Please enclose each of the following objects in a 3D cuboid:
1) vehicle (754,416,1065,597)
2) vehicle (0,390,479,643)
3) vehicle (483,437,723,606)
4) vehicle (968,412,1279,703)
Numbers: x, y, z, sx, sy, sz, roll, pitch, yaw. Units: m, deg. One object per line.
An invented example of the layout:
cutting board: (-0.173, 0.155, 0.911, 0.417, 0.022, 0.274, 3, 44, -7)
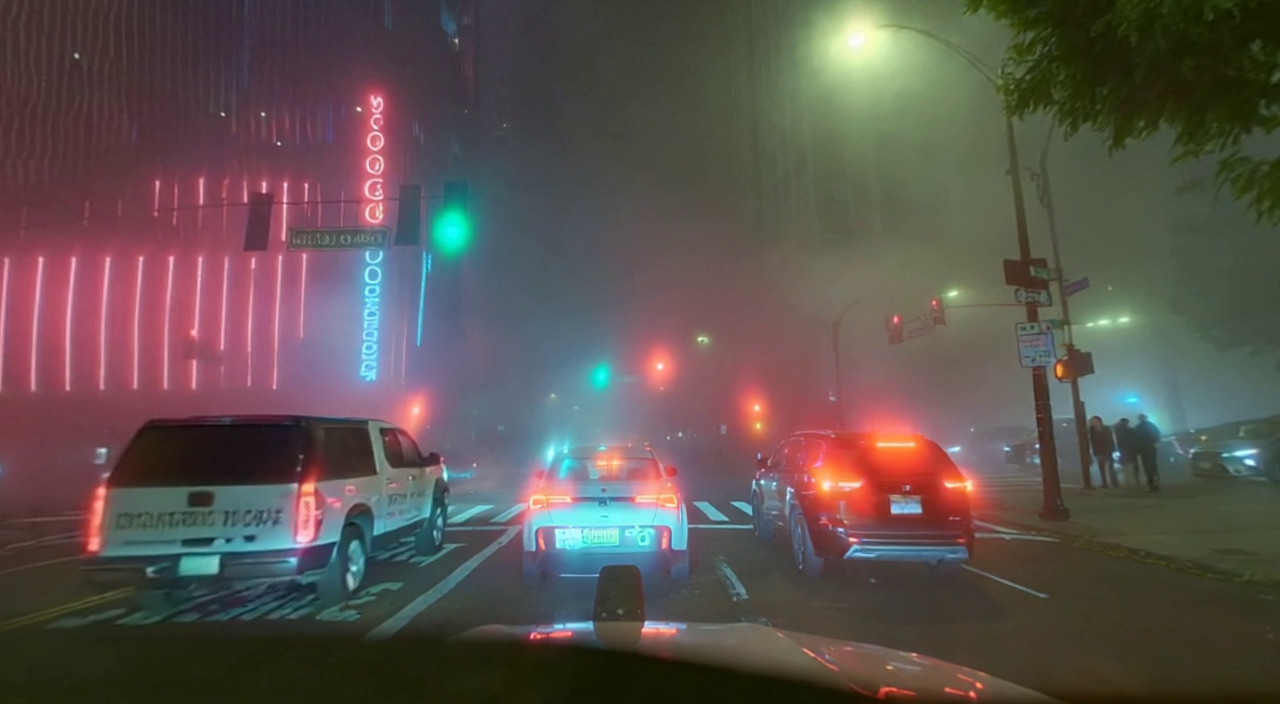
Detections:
vehicle: (3.031, 1.841, 8.542, 2.072, 1.735, 4.759, 0, -8, 0)
vehicle: (-3.651, 1.585, 7.330, 2.190, 1.840, 5.272, 0, -8, 0)
vehicle: (-0.352, 1.788, 7.656, 2.092, 1.454, 4.132, 0, -8, -1)
vehicle: (2.740, 0.805, 1.111, 1.902, 1.454, 4.540, 0, -8, 0)
